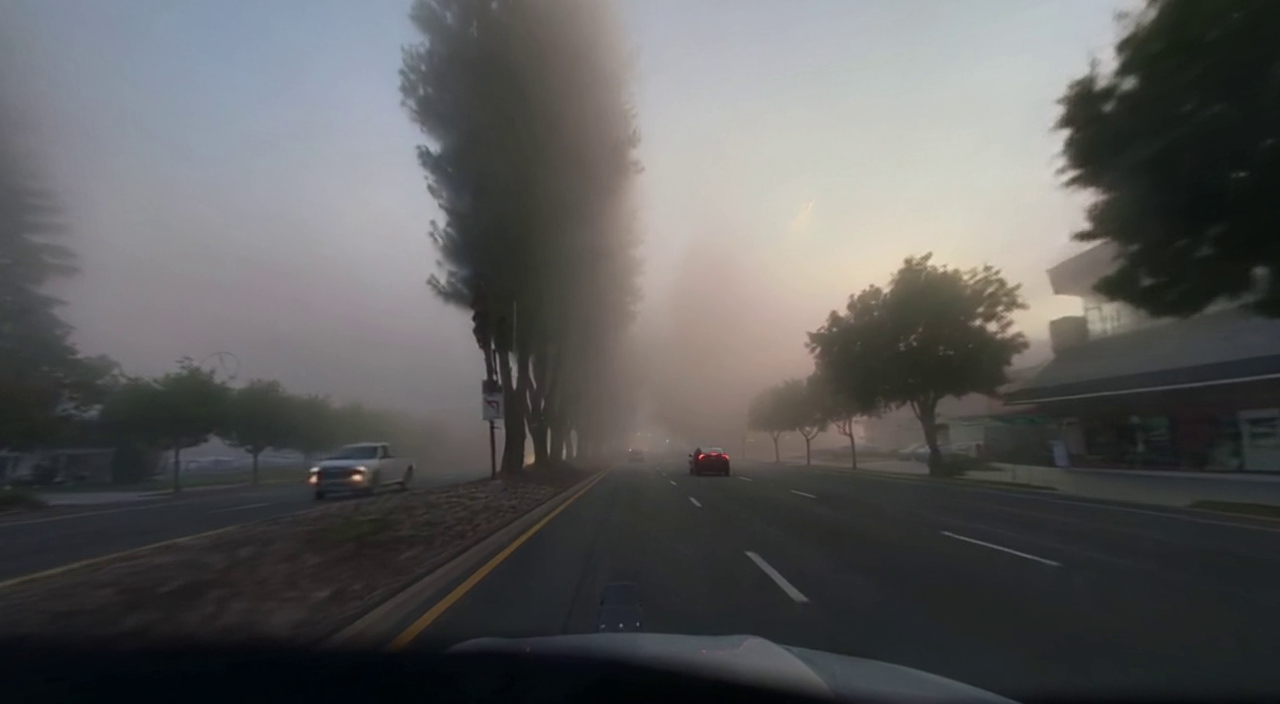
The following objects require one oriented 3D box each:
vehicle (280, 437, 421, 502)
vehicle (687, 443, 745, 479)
[{"bbox_3d":[-8.623,3.535,19.412,2.157,1.720,4.563,0,-9,0],"label":"vehicle"},{"bbox_3d":[3.336,4.921,28.691,1.983,1.482,4.463,0,-9,-1],"label":"vehicle"}]
